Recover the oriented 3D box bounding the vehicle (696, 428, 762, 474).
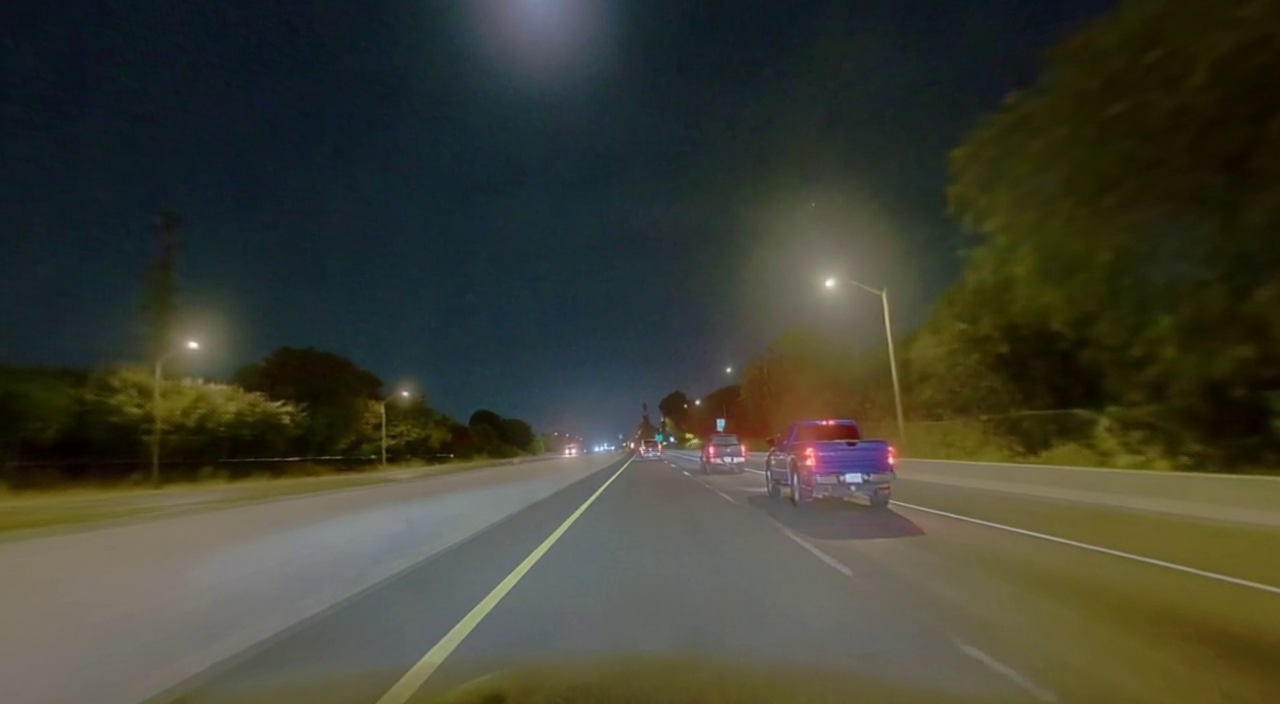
[{"bbox_3d":[4.532,5.194,33.181,2.594,2.155,5.670,-1,-8,0],"label":"vehicle"}]

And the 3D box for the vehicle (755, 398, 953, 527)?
[{"bbox_3d":[3.973,2.184,12.926,2.145,2.069,5.057,0,-8,-1],"label":"vehicle"}]

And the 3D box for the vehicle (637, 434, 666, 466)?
[{"bbox_3d":[0.801,7.453,48.220,2.099,2.260,4.899,-1,-8,0],"label":"vehicle"}]
